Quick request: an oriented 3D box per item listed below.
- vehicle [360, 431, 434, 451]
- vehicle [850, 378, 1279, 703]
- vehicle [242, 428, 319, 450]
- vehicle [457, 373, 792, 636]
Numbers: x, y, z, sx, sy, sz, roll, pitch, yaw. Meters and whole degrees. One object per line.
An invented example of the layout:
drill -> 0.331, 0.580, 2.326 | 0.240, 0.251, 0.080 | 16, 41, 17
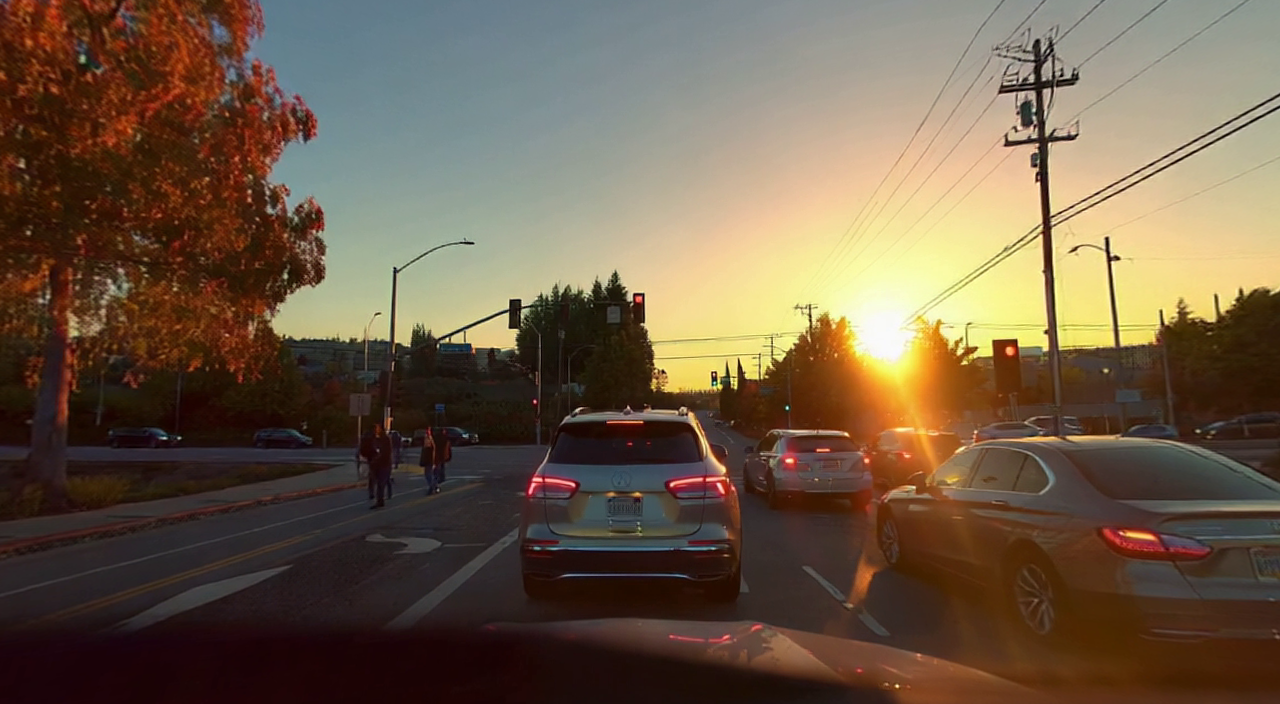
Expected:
vehicle -> -17.790, 6.551, 46.348 | 4.607, 1.478, 1.995 | 0, -8, 0
vehicle -> 3.548, 1.296, 5.555 | 1.948, 1.677, 4.437 | 0, -8, 1
vehicle -> -26.877, 6.520, 47.187 | 4.587, 1.639, 1.878 | 0, -8, 0
vehicle -> -0.149, 1.359, 6.608 | 2.271, 1.786, 4.443 | 0, -8, -1
